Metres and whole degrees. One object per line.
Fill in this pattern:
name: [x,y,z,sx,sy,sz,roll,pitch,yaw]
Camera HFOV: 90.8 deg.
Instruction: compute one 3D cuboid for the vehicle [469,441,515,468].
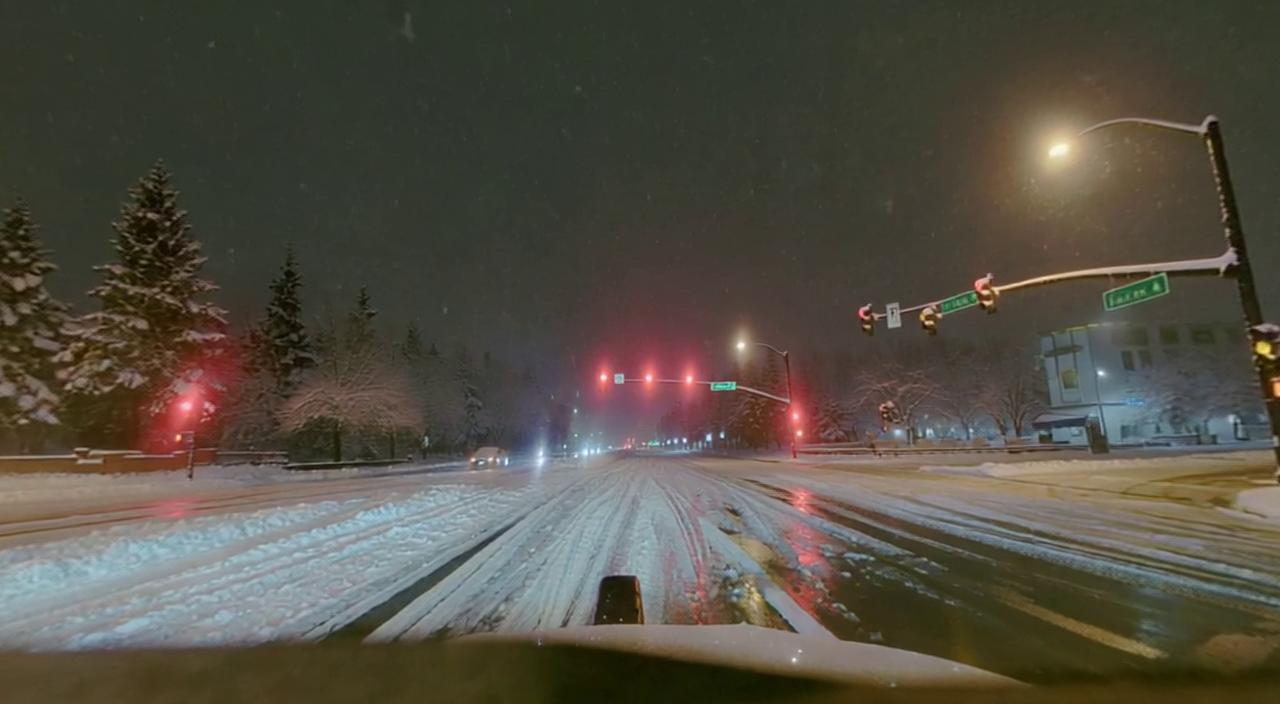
vehicle: [-9.732,6.773,41.947,1.988,1.692,4.412,0,-8,0]
